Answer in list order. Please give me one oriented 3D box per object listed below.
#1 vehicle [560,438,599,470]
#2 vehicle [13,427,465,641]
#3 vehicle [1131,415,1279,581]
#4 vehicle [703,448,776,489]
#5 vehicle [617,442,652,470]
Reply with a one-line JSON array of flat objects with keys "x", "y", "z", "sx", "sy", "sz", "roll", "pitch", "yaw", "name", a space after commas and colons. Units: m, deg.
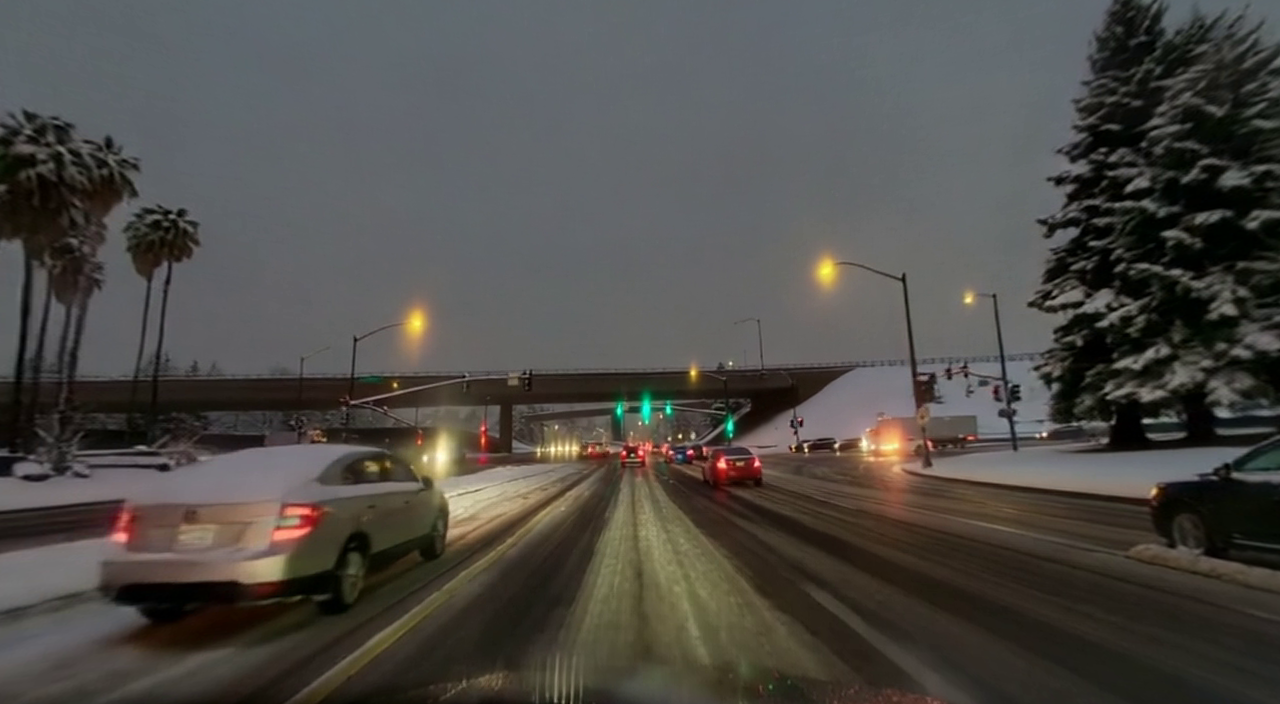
[{"x": -4.112, "y": 6.993, "z": 43.195, "sx": 2.485, "sy": 2.012, "sz": 5.498, "roll": 1, "pitch": -8, "yaw": -4, "name": "vehicle"}, {"x": -3.433, "y": 1.607, "z": 6.569, "sx": 2.111, "sy": 1.506, "sz": 4.018, "roll": 0, "pitch": -8, "yaw": -1, "name": "vehicle"}, {"x": 7.380, "y": 1.426, "z": 6.016, "sx": 1.964, "sy": 1.647, "sz": 4.114, "roll": 0, "pitch": -8, "yaw": 0, "name": "vehicle"}, {"x": 3.787, "y": 4.512, "z": 24.690, "sx": 2.156, "sy": 1.404, "sz": 4.120, "roll": 0, "pitch": -8, "yaw": -1, "name": "vehicle"}, {"x": -0.351, "y": 6.793, "z": 41.090, "sx": 2.172, "sy": 1.694, "sz": 4.055, "roll": 0, "pitch": -8, "yaw": 0, "name": "vehicle"}]
